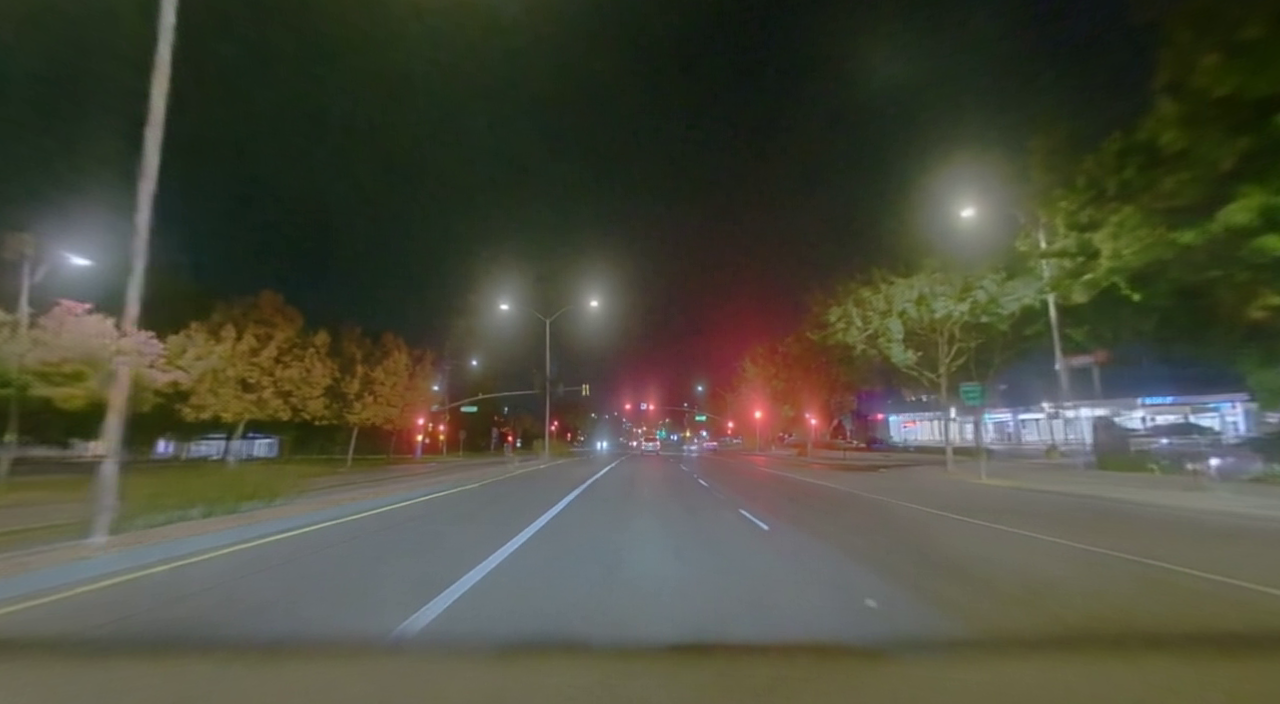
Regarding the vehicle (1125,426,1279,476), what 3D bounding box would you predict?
[{"bbox_3d":[19.158,3.318,21.402,1.842,1.495,4.474,-1,-8,2],"label":"vehicle"}]
